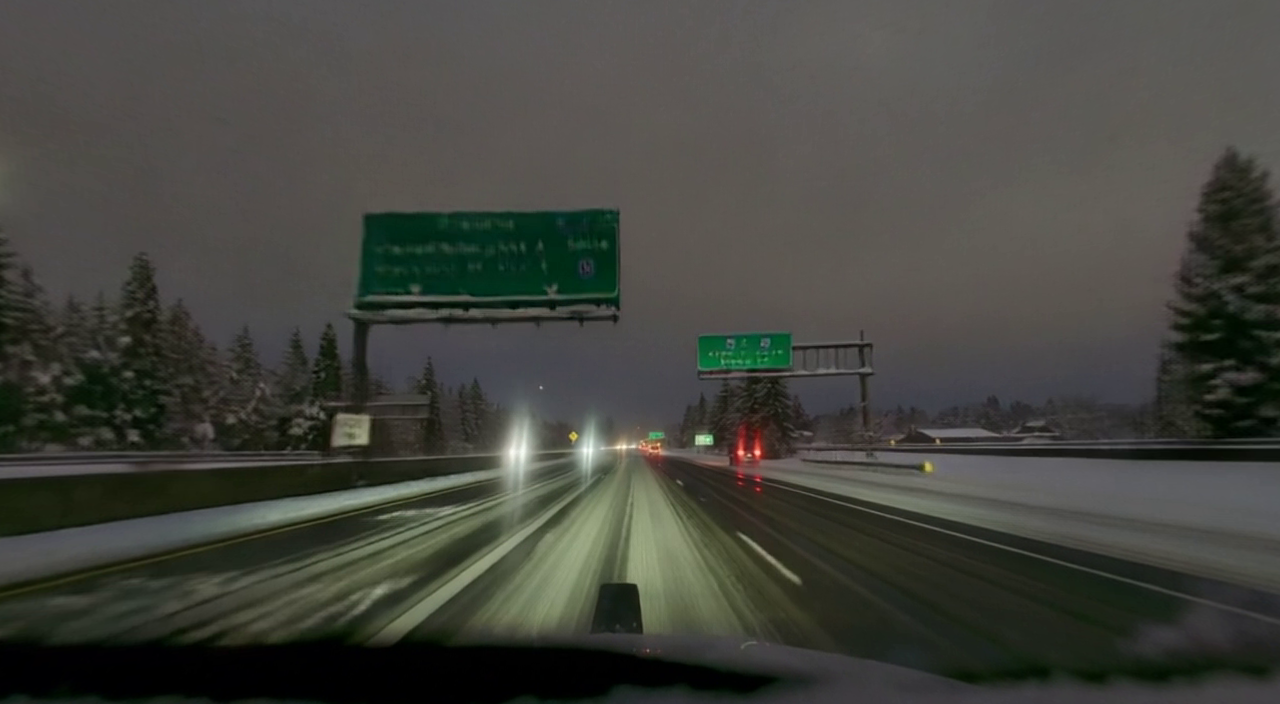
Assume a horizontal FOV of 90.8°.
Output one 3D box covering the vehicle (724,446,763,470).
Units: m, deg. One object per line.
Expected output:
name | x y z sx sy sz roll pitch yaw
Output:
vehicle | 7.189 7.395 44.373 1.958 1.498 4.447 0 -7 -1

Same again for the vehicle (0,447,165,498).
vehicle | -18.687 4.003 21.414 1.843 1.462 4.235 0 -8 0
